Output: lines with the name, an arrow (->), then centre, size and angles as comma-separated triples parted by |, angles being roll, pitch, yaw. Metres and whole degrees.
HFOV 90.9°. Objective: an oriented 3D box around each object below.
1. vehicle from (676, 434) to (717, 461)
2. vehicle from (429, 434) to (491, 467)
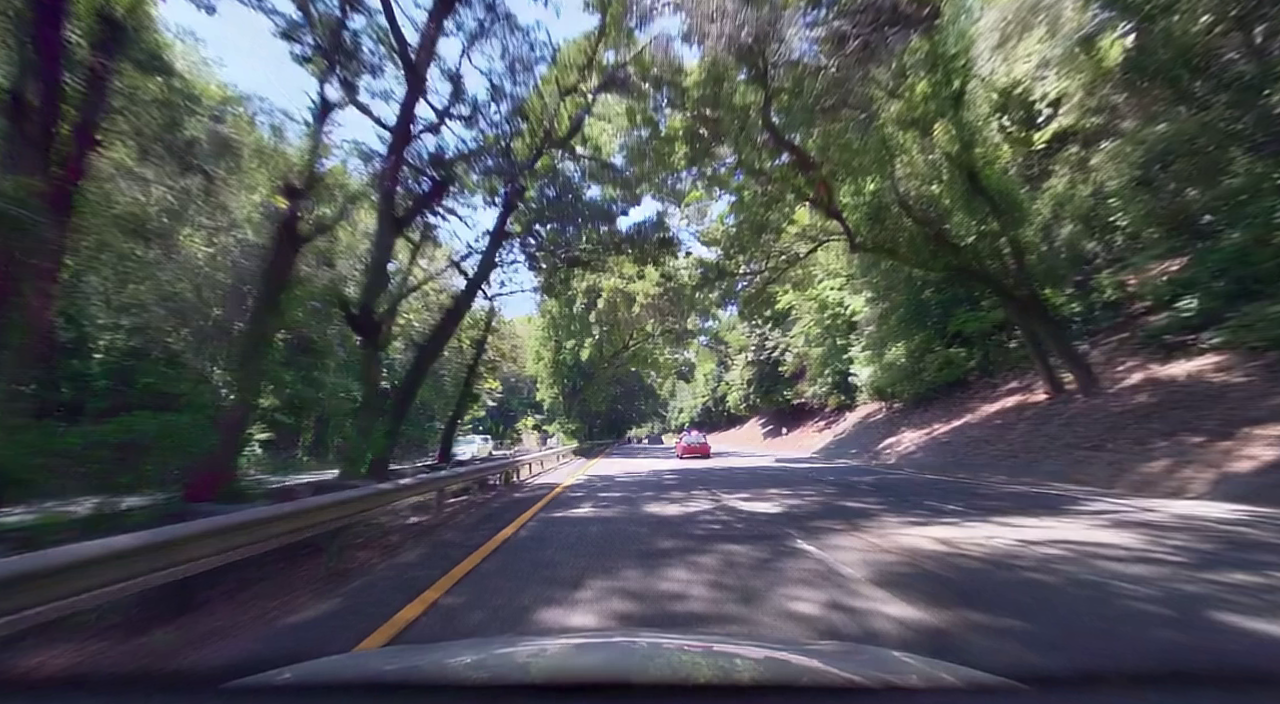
vehicle -> 3.336, 5.710, 37.934 | 2.017, 1.502, 4.369 | 0, -8, -1
vehicle -> -9.200, 5.045, 32.554 | 1.973, 1.593, 4.516 | 0, -8, -1
